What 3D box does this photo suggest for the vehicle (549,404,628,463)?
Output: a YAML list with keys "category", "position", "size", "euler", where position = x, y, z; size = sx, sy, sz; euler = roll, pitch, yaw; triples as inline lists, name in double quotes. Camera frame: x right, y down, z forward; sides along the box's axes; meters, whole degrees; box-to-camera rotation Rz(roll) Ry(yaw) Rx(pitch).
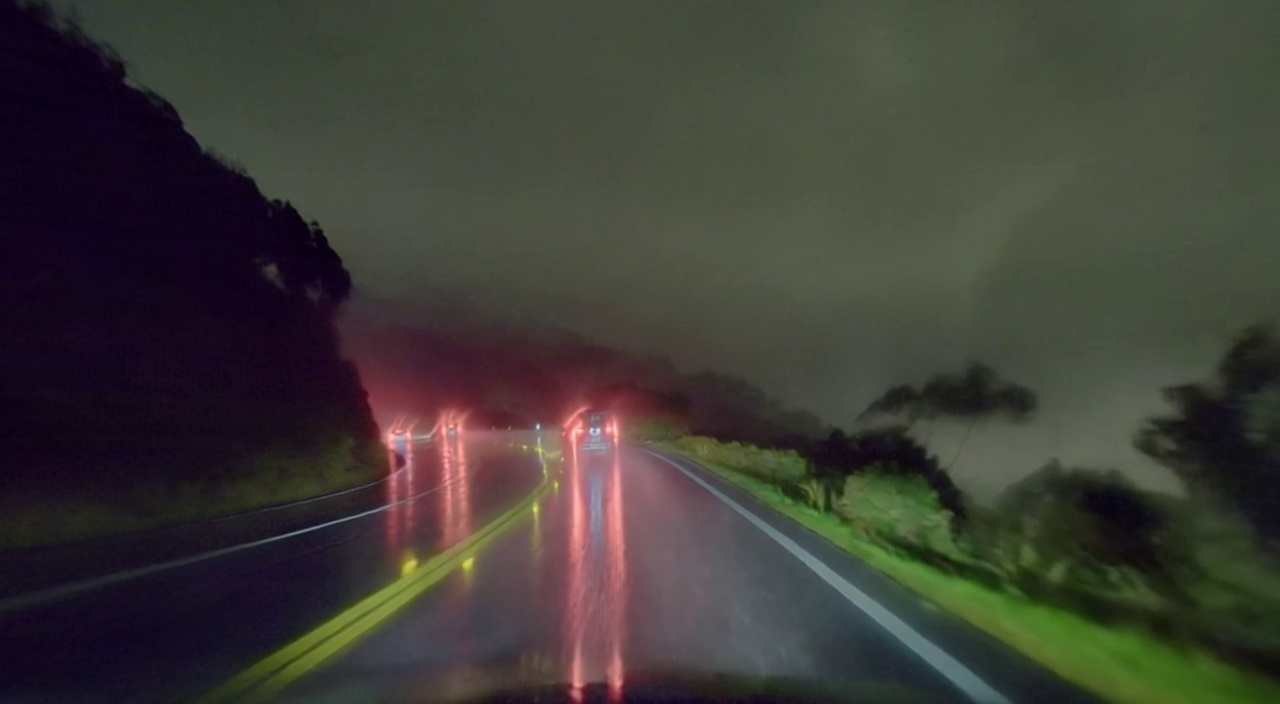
- category: "vehicle"
  position: [-2.320, 3.413, 26.206]
  size: [2.500, 1.961, 5.637]
  euler: [-4, -7, -12]
